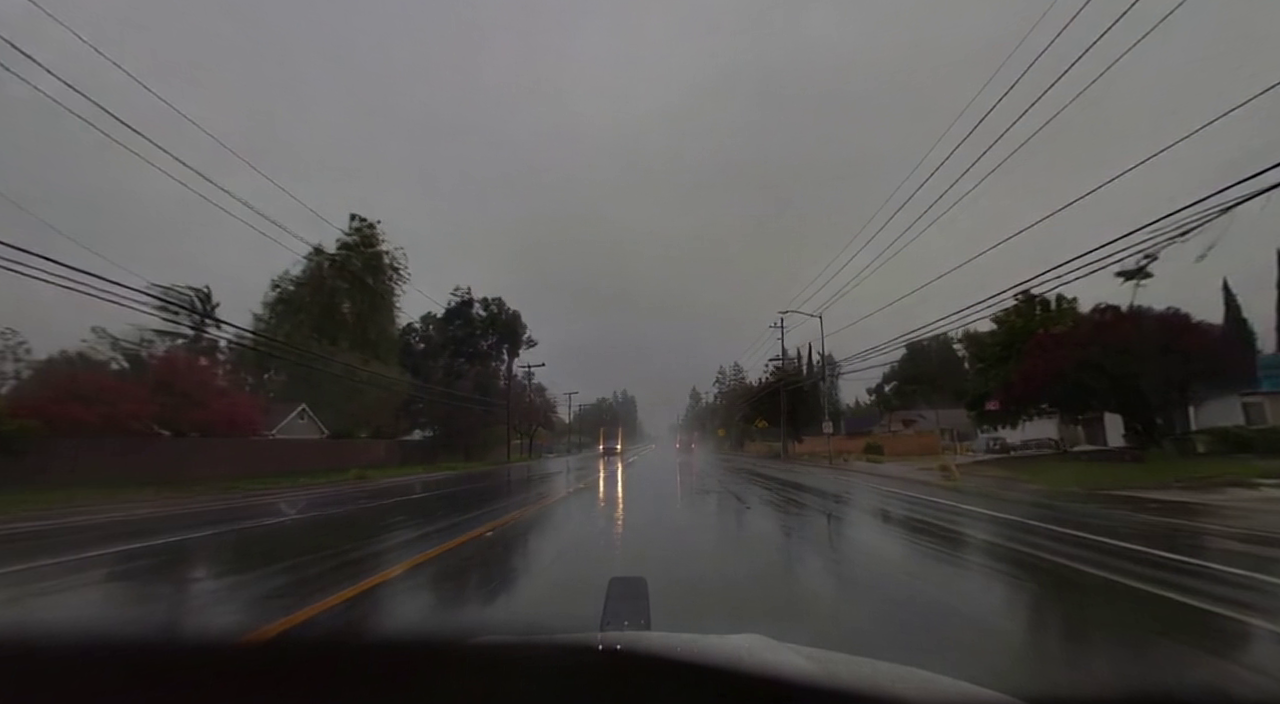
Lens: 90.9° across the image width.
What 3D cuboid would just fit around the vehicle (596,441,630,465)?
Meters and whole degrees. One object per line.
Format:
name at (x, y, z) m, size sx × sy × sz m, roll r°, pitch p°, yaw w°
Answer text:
vehicle at (-2.061, 7.842, 49.009) m, size 2.107 × 1.697 × 4.736 m, roll -1°, pitch -9°, yaw 4°
